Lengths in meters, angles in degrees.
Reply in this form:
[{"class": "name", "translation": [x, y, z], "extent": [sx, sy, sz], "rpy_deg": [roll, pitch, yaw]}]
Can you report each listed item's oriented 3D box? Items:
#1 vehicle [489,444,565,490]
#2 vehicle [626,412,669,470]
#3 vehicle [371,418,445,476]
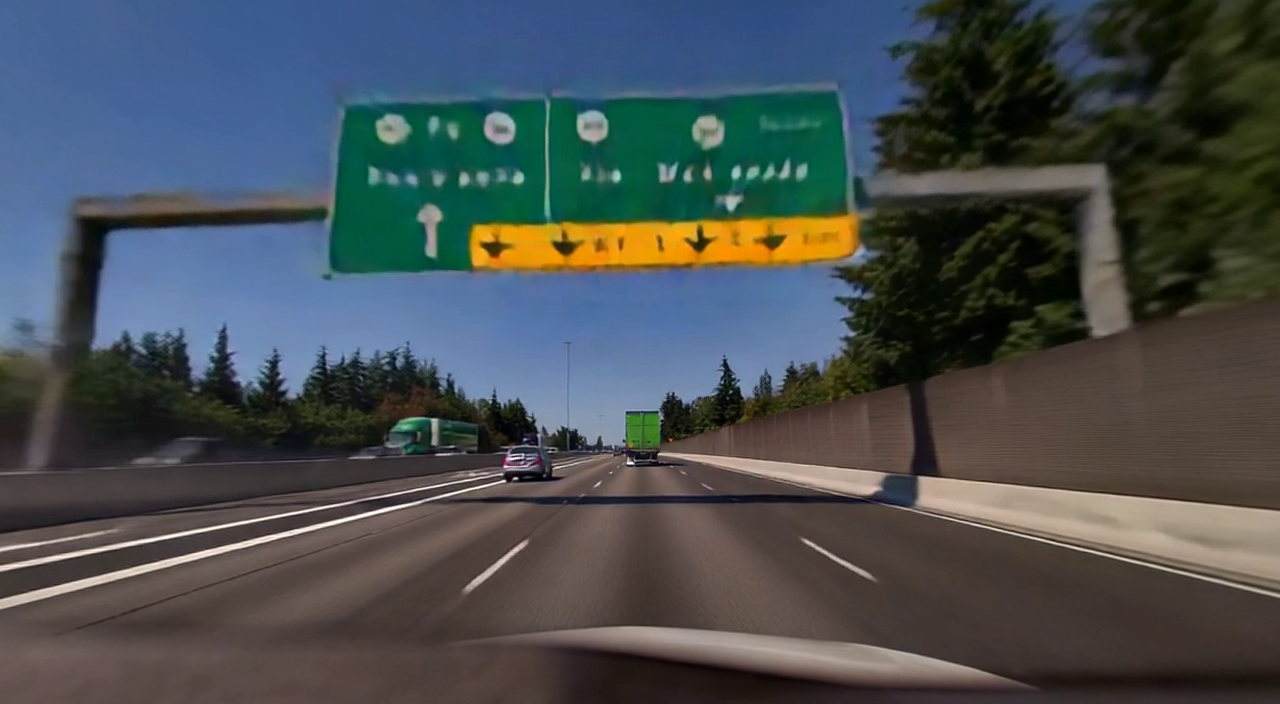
[{"class": "vehicle", "translation": [-4.072, 4.223, 23.534], "extent": [1.974, 1.531, 4.429], "rpy_deg": [0, -9, 1]}, {"class": "vehicle", "translation": [0.601, 7.007, 49.243], "extent": [2.980, 4.051, 10.359], "rpy_deg": [0, -9, 1]}, {"class": "vehicle", "translation": [-16.779, 6.938, 46.013], "extent": [2.987, 3.918, 5.823], "rpy_deg": [0, -9, 1]}]
